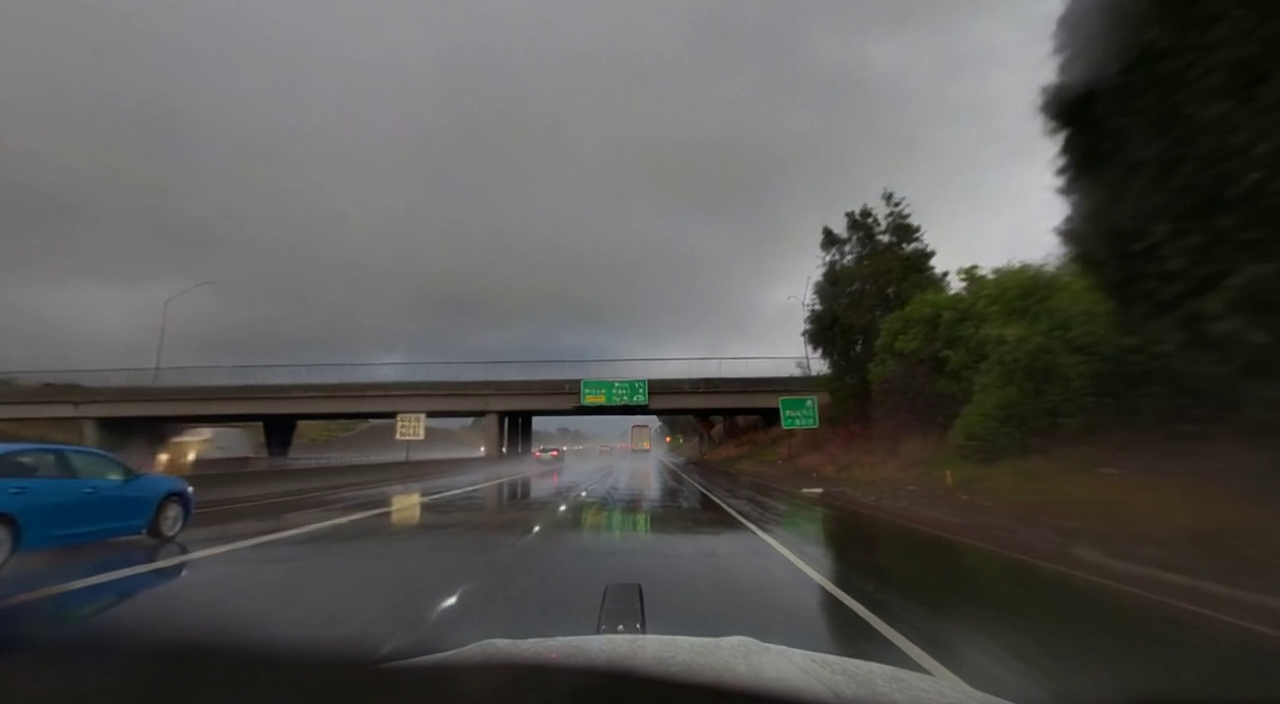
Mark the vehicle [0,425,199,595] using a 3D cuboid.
[{"bbox_3d":[-6.905,1.478,5.955,2.096,1.541,4.610,0,-9,0],"label":"vehicle"}]
